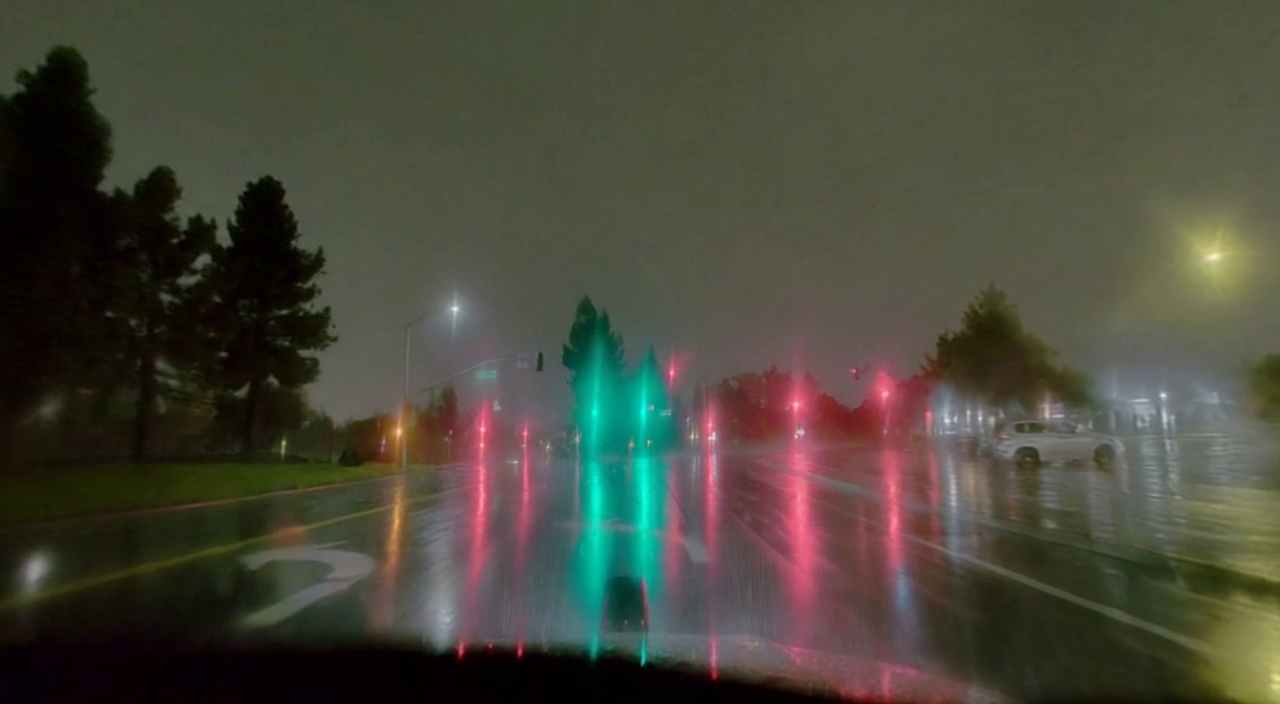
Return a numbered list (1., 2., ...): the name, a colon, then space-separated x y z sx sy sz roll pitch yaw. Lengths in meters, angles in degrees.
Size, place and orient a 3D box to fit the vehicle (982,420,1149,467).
1. vehicle: 14.010 3.051 20.955 4.167 1.476 1.871 0 -8 -1
